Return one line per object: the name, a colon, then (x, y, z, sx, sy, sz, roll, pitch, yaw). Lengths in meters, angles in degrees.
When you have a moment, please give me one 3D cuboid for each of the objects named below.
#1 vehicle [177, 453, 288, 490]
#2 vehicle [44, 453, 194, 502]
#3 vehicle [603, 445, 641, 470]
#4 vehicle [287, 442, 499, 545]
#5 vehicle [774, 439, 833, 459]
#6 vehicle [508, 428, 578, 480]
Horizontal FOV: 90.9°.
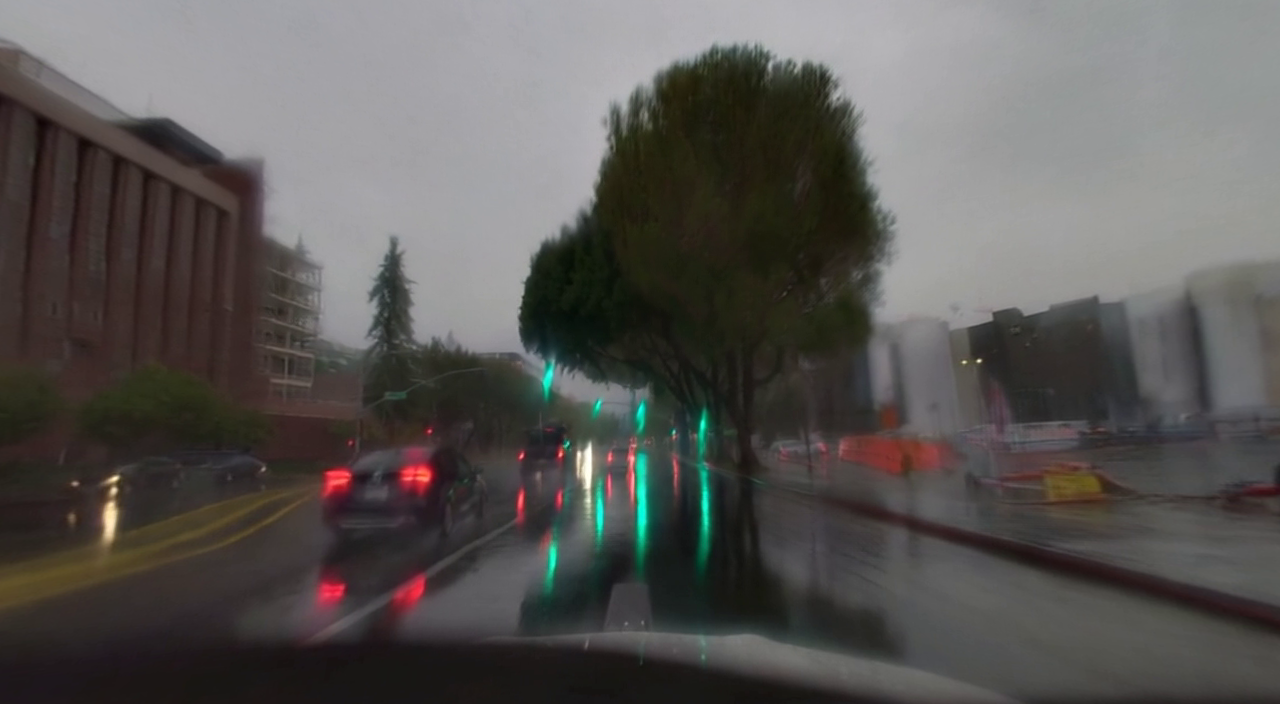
vehicle: (-19.830, 5.815, 31.030, 1.993, 1.552, 5.039, -1, -9, 2)
vehicle: (-19.870, 4.750, 24.352, 2.029, 1.637, 4.338, 0, -9, 0)
vehicle: (-1.073, 6.472, 38.939, 2.171, 1.422, 4.146, 0, -9, -1)
vehicle: (-3.954, 2.324, 11.102, 1.959, 1.406, 4.527, 0, -9, -1)
vehicle: (12.730, 7.580, 49.175, 4.061, 1.465, 1.803, 2, -9, -19)
vehicle: (-4.071, 4.401, 27.369, 2.240, 2.054, 4.662, 0, -9, 1)
